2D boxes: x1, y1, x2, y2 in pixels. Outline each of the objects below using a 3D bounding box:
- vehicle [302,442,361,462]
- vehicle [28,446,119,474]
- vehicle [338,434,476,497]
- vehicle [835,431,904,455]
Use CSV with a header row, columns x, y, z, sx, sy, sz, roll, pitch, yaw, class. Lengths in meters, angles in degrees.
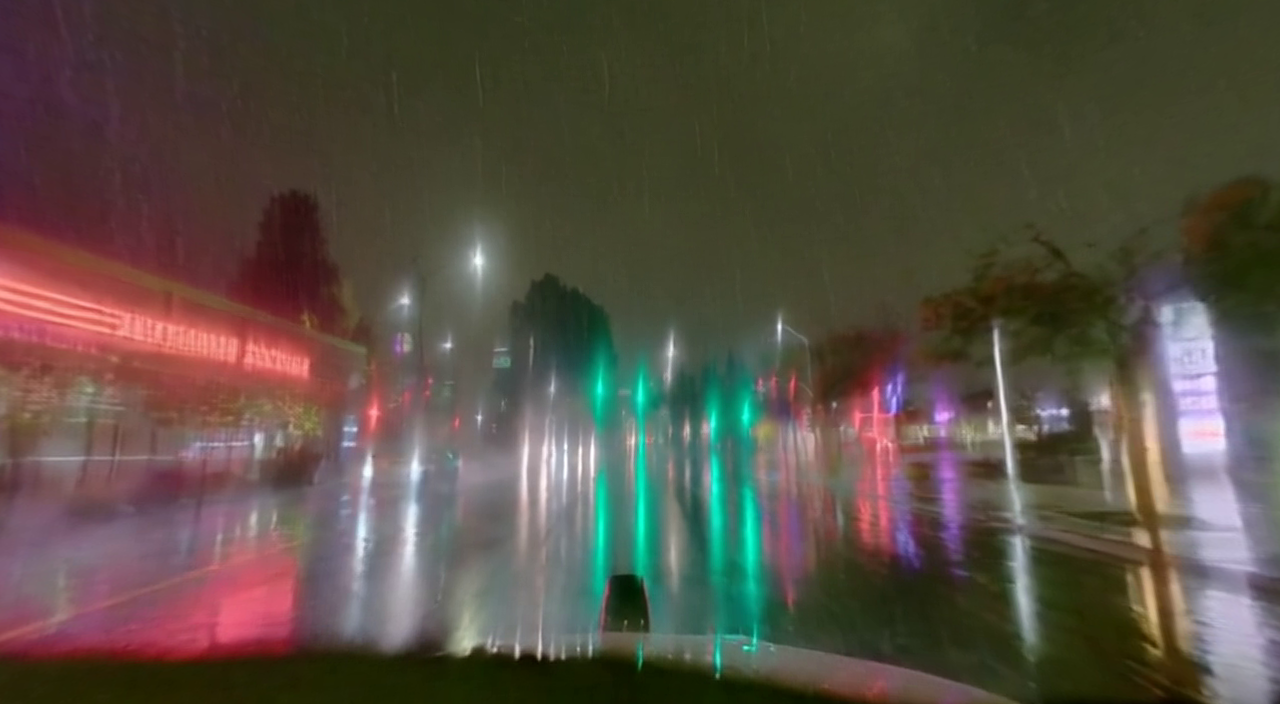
x,y,z,sx,sy,sz,roll,pitch,yaw,class
-24.310,7.871,49.776,3.760,1.480,1.795,2,-8,-13,vehicle
-38.604,7.350,43.010,4.400,1.668,1.976,-3,-7,2,vehicle
-6.177,3.044,17.405,2.097,1.495,4.489,0,-8,0,vehicle
16.784,6.679,46.241,4.299,1.679,2.011,0,-8,0,vehicle
